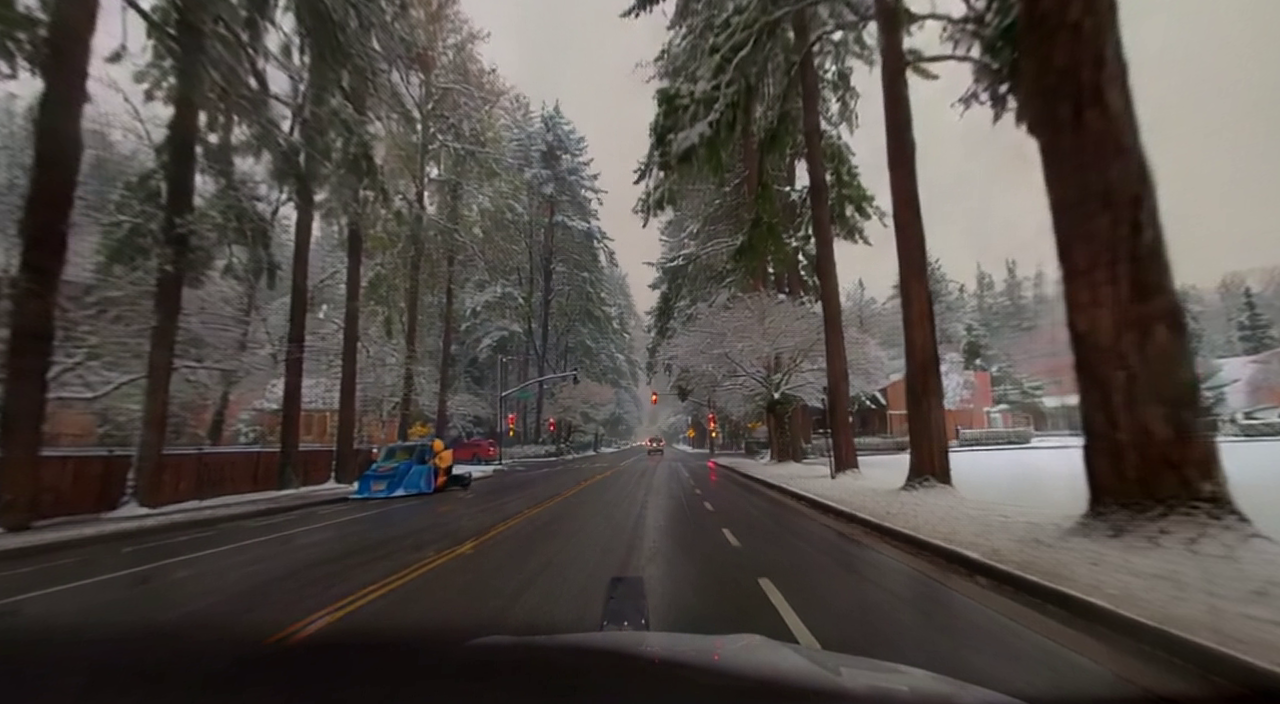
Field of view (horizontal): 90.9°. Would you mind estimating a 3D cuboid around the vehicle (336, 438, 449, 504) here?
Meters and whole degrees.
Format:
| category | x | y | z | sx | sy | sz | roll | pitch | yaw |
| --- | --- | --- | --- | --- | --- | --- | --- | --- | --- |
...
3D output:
| category | x | y | z | sx | sy | sz | roll | pitch | yaw |
| --- | --- | --- | --- | --- | --- | --- | --- | --- | --- |
| vehicle | -8.355 | 4.005 | 21.788 | 1.998 | 1.814 | 4.559 | -4 | -7 | 1 |
